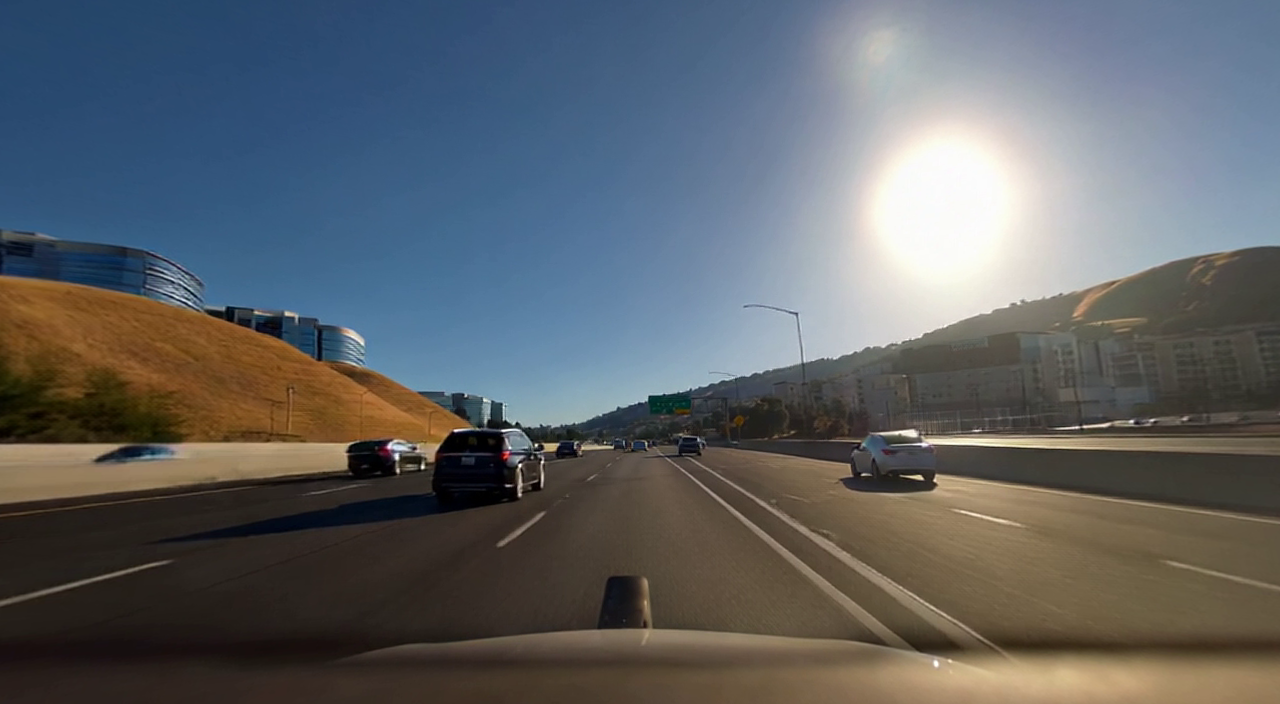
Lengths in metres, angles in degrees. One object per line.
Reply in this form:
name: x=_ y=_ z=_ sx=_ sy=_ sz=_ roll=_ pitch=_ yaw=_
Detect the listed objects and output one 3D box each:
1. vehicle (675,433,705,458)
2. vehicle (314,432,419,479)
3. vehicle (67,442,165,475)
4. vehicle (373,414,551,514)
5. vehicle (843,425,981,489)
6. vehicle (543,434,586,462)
vehicle: x=3.907 y=7.336 z=49.484 sx=2.172 sy=1.824 sz=5.031 roll=-1 pitch=-8 yaw=4
vehicle: x=-11.191 y=4.261 z=26.234 sx=2.091 sy=1.774 sz=4.754 roll=0 pitch=-8 yaw=2
vehicle: x=-23.765 y=4.825 z=28.770 sx=1.487 sy=1.378 sz=3.390 roll=0 pitch=-8 yaw=1
vehicle: x=-3.500 y=2.340 z=13.701 sx=2.210 sy=1.730 sz=5.133 roll=0 pitch=-8 yaw=2
vehicle: x=7.838 y=3.075 z=18.755 sx=2.122 sy=1.646 sz=4.491 roll=0 pitch=-8 yaw=1
vehicle: x=-4.929 y=6.366 z=41.866 sx=2.076 sy=1.730 sz=4.537 roll=-1 pitch=-8 yaw=3
